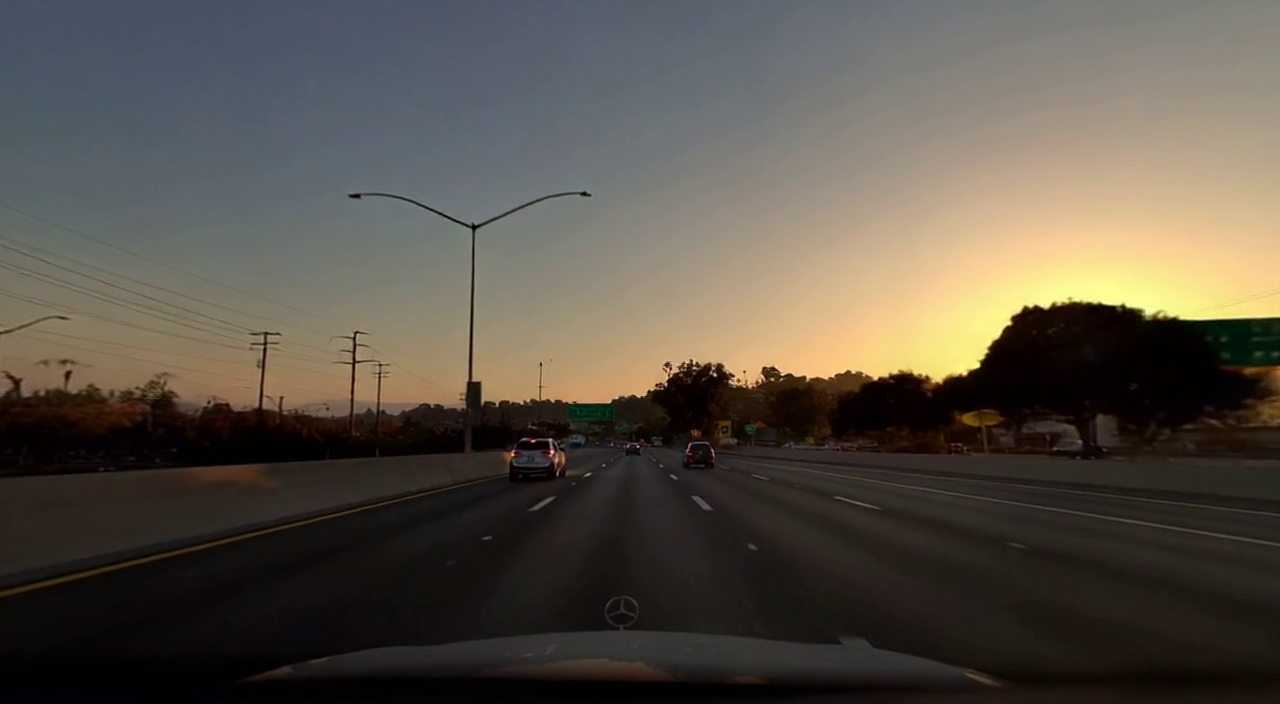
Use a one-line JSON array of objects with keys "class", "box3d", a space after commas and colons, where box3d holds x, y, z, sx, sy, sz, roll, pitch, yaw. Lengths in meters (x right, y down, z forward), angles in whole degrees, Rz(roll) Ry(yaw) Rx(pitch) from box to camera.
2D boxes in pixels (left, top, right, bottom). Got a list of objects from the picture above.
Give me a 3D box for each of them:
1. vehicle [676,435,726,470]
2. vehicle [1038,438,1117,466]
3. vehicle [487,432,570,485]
[{"class": "vehicle", "box3d": [2.988, 5.060, 31.994, 1.997, 1.638, 4.281, 0, -8, -2]}, {"class": "vehicle", "box3d": [29.429, 6.738, 42.707, 2.070, 1.782, 5.006, -1, -8, 5]}, {"class": "vehicle", "box3d": [-3.829, 3.737, 22.520, 2.099, 1.682, 4.590, 0, -8, 0]}]
